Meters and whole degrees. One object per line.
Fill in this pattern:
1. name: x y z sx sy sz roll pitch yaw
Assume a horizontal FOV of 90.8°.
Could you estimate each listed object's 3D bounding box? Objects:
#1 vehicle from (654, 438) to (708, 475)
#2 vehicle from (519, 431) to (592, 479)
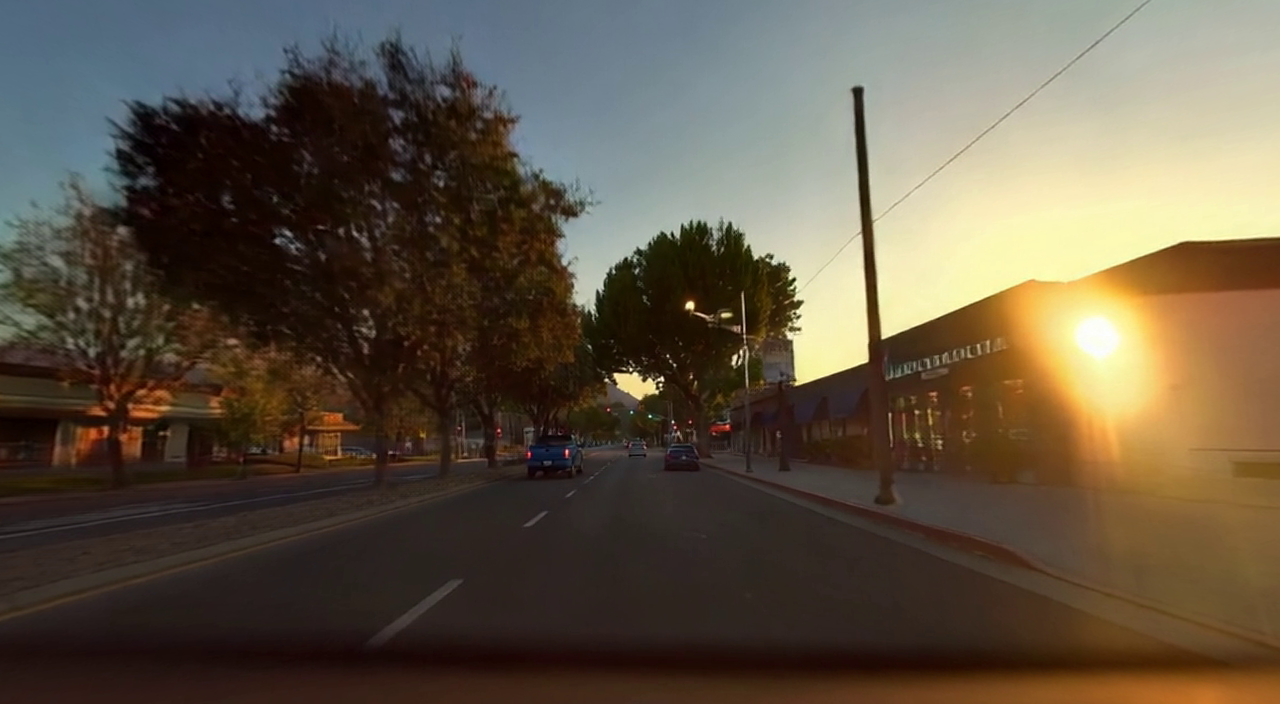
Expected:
1. vehicle: 1.715 4.588 27.888 2.103 1.487 4.101 0 -8 0
2. vehicle: -3.344 4.219 26.113 2.464 1.777 5.128 0 -8 -2
